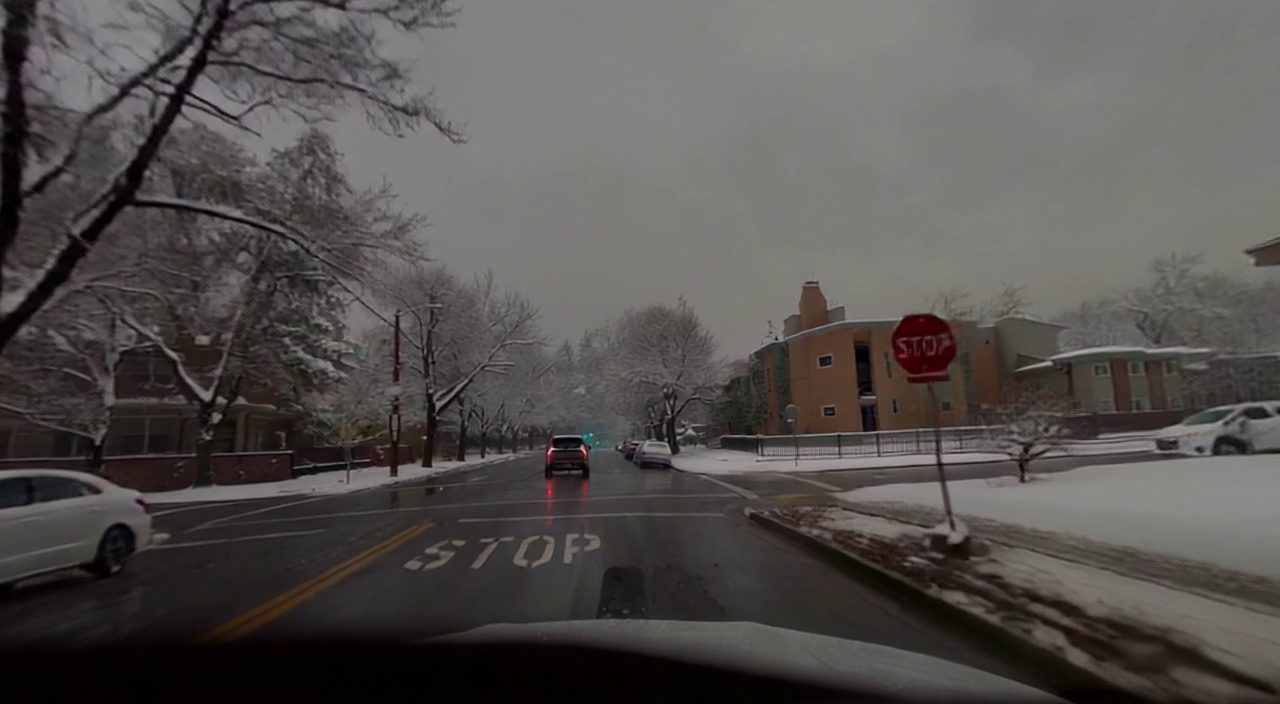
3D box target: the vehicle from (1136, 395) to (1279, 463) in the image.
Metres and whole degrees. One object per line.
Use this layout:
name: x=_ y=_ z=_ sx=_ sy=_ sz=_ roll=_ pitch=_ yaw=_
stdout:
vehicle: x=17.760 y=2.277 z=18.441 sx=4.817 sy=1.881 sz=2.002 roll=0 pitch=-9 yaw=-3

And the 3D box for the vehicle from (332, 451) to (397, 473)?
vehicle: x=-19.886 y=7.919 z=45.585 sx=3.806 sy=1.501 sz=1.892 roll=0 pitch=-8 yaw=-3

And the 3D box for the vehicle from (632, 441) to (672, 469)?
vehicle: x=0.682 y=6.282 z=38.525 sx=1.987 sy=1.608 sz=3.883 roll=1 pitch=-9 yaw=-6

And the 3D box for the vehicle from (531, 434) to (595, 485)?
vehicle: x=-2.811 y=4.038 z=23.886 sx=2.172 sy=1.722 sz=4.201 roll=0 pitch=-9 yaw=-4

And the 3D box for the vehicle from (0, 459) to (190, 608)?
vehicle: x=-7.538 y=1.981 z=6.988 sx=1.819 sy=1.461 sz=4.723 roll=0 pitch=-9 yaw=-3
